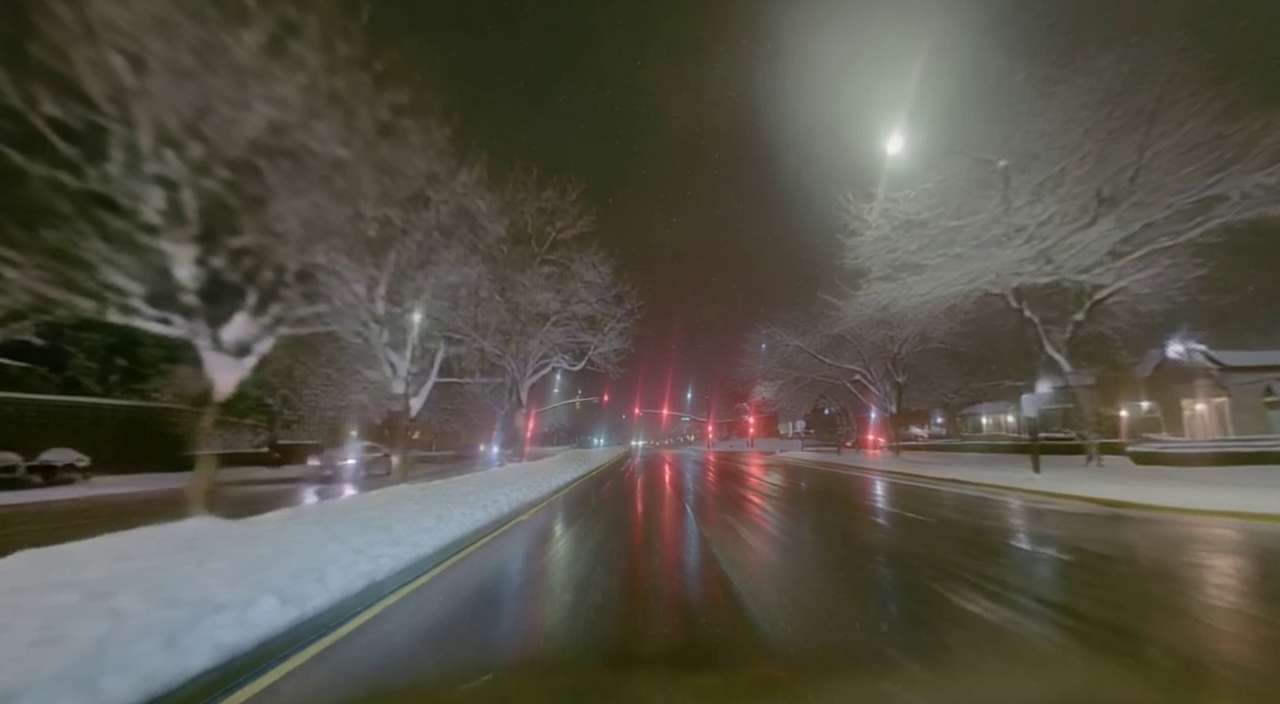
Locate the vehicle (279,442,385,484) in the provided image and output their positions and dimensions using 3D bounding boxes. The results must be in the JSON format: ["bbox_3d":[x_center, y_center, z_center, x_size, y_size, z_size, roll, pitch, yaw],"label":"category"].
[{"bbox_3d":[-11.617,4.193,24.160,1.816,1.457,4.386,0,-8,1],"label":"vehicle"}]

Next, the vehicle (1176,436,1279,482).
[{"bbox_3d":[21.354,3.650,21.682,4.176,1.490,1.871,0,-8,-3],"label":"vehicle"}]

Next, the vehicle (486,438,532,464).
[{"bbox_3d":[-8.081,6.166,39.250,1.936,1.525,4.214,0,-8,1],"label":"vehicle"}]

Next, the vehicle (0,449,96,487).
[{"bbox_3d":[-25.390,4.679,25.632,4.663,1.464,1.906,0,-8,-2],"label":"vehicle"}]
